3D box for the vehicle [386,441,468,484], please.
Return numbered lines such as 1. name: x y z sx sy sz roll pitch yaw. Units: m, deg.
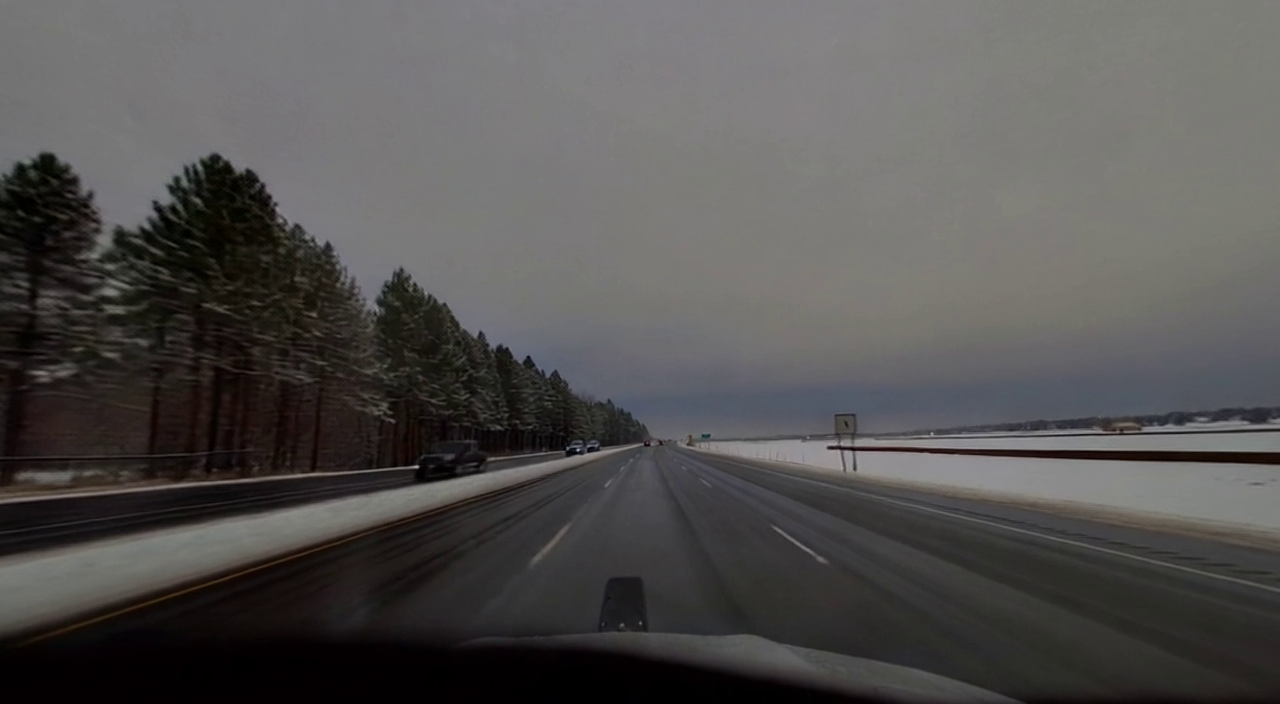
1. vehicle: -8.912 4.623 26.819 1.951 1.654 4.345 0 -8 1
